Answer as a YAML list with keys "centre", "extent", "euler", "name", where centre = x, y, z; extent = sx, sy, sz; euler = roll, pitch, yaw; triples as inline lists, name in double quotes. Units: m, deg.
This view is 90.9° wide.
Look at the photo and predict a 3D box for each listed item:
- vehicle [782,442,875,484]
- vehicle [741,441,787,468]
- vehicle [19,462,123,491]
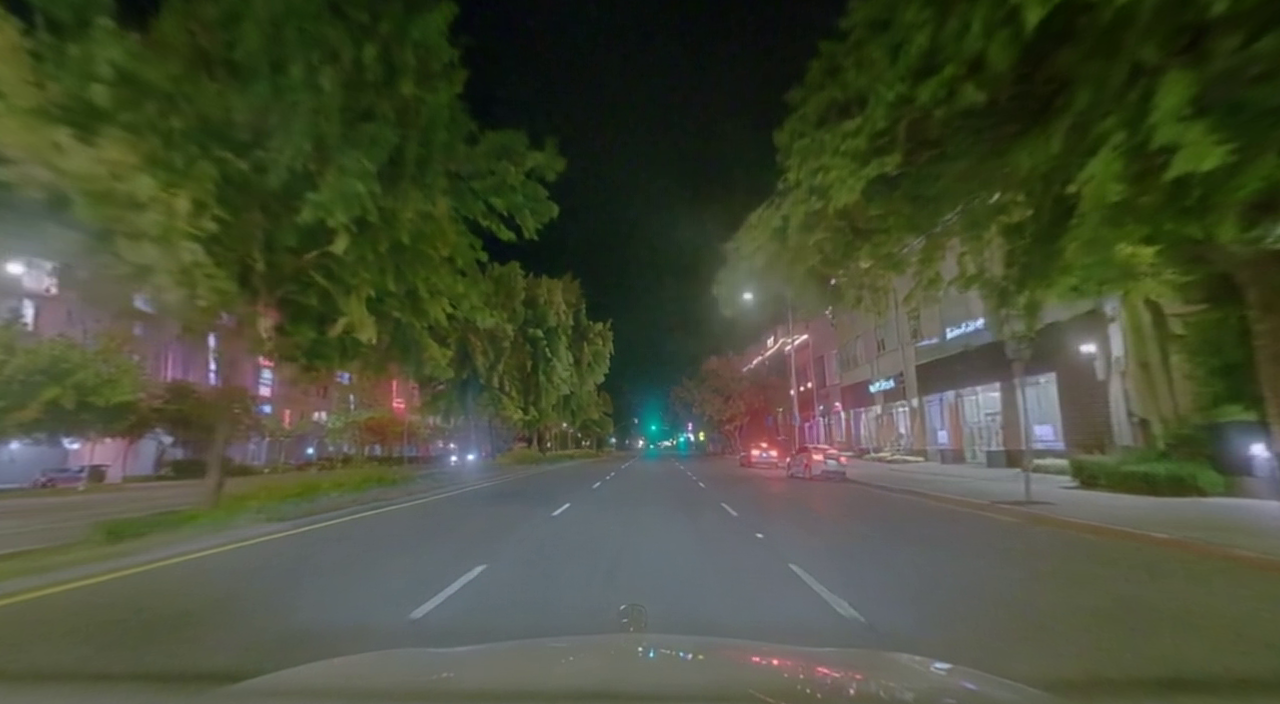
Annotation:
- centre: [7.175, 4.252, 24.615]
  extent: [2.119, 1.458, 4.965]
  euler: [1, -8, 0]
  name: "vehicle"
- centre: [7.394, 6.157, 38.070]
  extent: [1.923, 1.498, 4.676]
  euler: [1, -8, 1]
  name: "vehicle"
- centre: [-35.085, 7.659, 38.944]
  extent: [4.405, 1.458, 1.990]
  euler: [-2, -9, -4]
  name: "vehicle"
